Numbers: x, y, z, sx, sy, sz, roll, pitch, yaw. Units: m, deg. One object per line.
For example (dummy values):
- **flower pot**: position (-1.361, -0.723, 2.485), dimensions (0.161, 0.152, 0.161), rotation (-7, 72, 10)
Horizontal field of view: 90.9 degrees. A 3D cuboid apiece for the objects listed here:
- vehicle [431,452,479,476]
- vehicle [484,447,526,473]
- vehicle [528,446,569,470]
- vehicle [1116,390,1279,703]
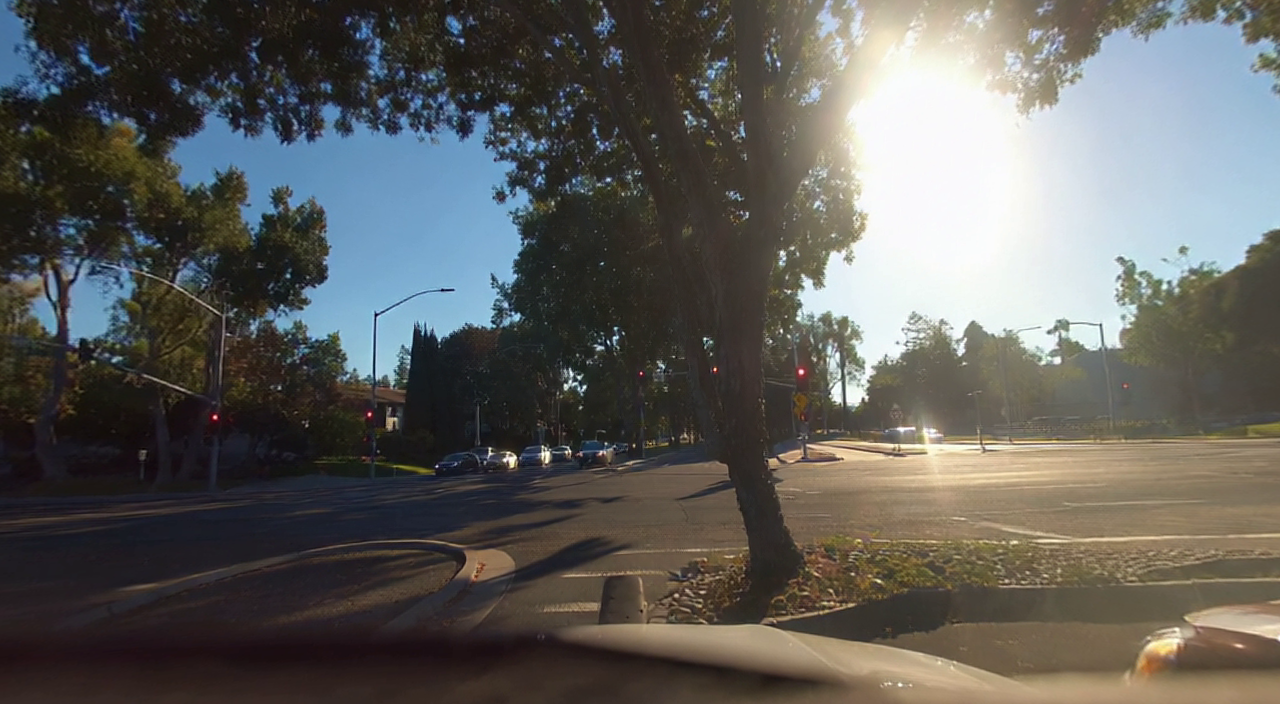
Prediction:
- **vehicle**: position (-13.409, 8.119, 45.994), dimensions (2.101, 1.637, 4.304), rotation (0, -9, 1)
- **vehicle**: position (-9.791, 7.840, 45.944), dimensions (2.064, 1.725, 4.243), rotation (0, -9, 1)
- **vehicle**: position (-6.556, 7.612, 45.508), dimensions (2.126, 1.657, 4.307), rotation (-1, -9, 2)
- **vehicle**: position (3.058, 0.617, 0.432), dimensions (1.978, 1.468, 4.544), rotation (0, -9, 1)
